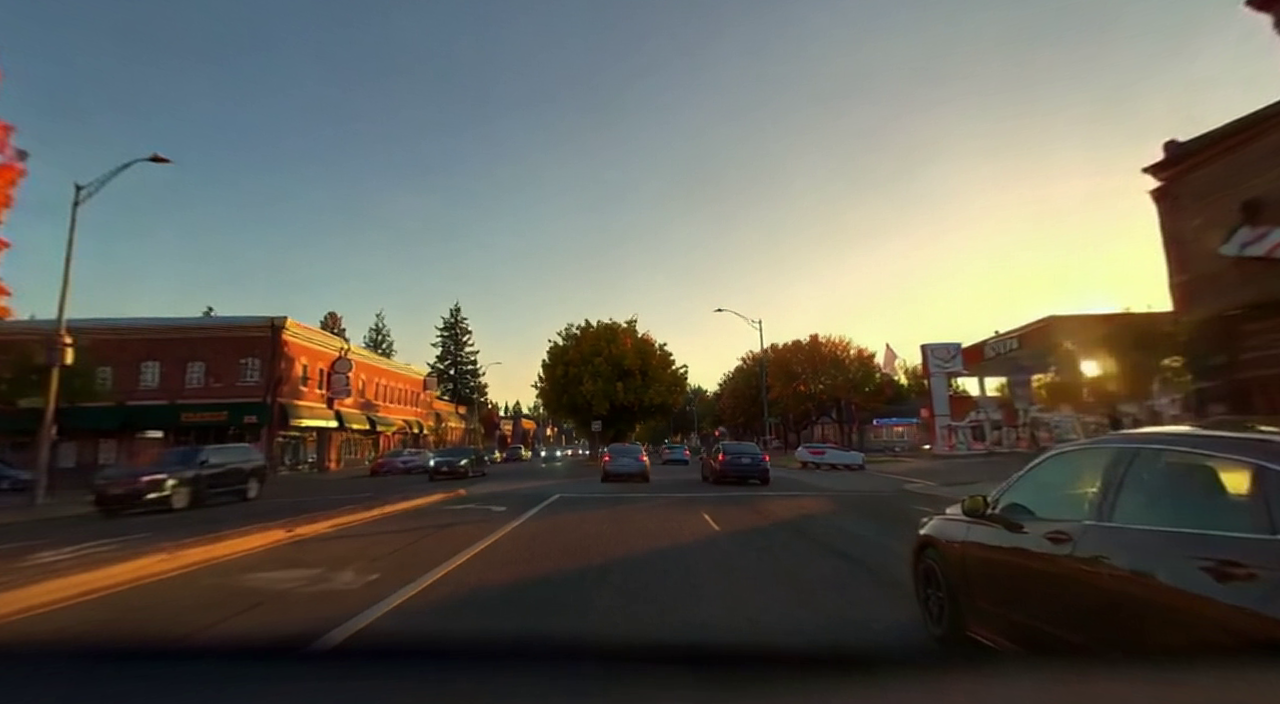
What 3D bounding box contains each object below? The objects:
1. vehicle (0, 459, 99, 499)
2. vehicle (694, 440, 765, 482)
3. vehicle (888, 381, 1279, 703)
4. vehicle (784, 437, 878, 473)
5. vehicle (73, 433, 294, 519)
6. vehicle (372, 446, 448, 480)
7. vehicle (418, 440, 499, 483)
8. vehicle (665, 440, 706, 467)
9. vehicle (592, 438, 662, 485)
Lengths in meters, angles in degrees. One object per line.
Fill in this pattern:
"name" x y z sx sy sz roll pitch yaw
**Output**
"vehicle" -25.263 5.171 25.920 4.673 1.481 1.995 -2 -9 8
"vehicle" 3.351 4.167 24.483 2.060 1.471 4.168 0 -9 -1
"vehicle" 3.212 1.001 3.145 2.097 1.502 4.470 0 -9 -1
"vehicle" 9.867 5.389 33.056 4.464 1.755 2.236 -2 -9 14
"vehicle" -11.574 3.153 16.659 2.107 1.892 4.908 0 -9 0
"vehicle" -11.779 5.696 32.754 2.117 1.592 4.660 0 -9 1
"vehicle" -7.484 4.544 26.561 2.085 1.610 4.085 -1 -9 1
"vehicle" 2.708 6.212 38.802 2.098 1.527 3.966 0 -9 -2
"vehicle" -0.471 3.861 22.626 2.232 1.508 4.319 0 -9 -1
